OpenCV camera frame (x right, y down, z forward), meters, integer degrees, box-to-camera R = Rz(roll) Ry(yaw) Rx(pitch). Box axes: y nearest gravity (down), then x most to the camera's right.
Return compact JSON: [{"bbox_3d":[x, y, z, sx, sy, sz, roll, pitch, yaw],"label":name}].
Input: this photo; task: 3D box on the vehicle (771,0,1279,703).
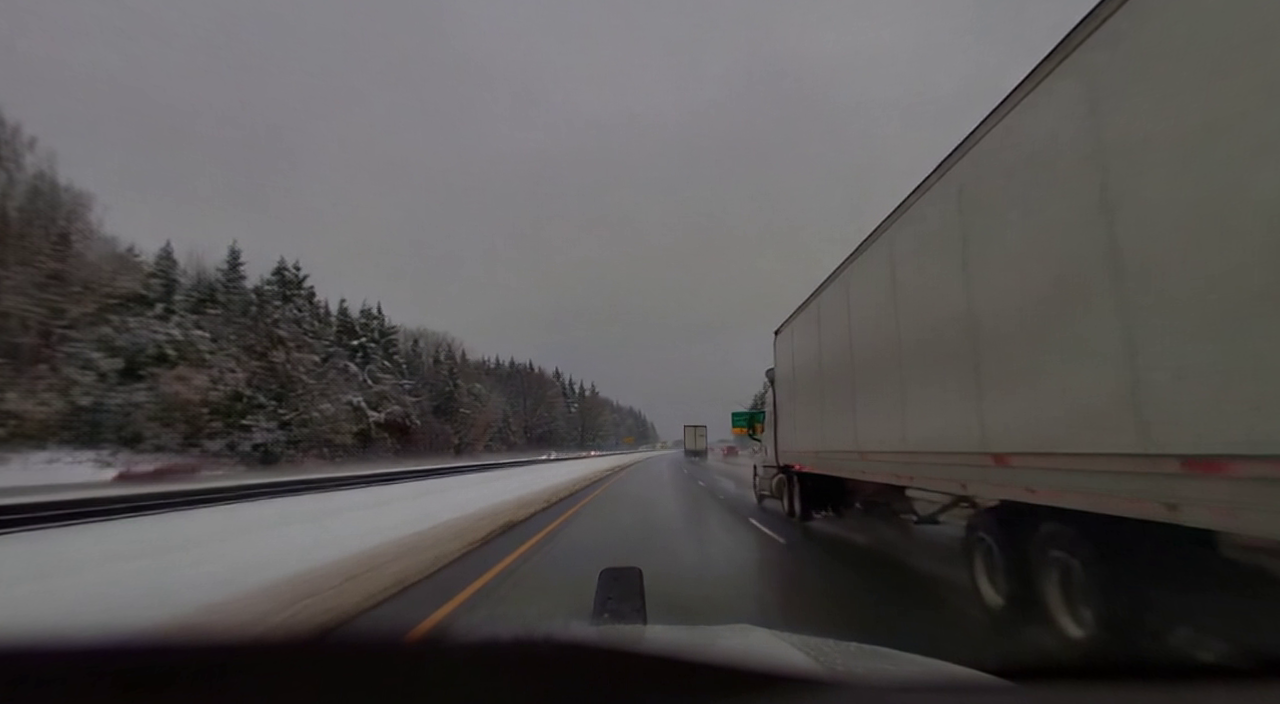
[{"bbox_3d":[4.459,0.464,7.587,2.859,3.984,14.045,0,-9,0],"label":"vehicle"}]
